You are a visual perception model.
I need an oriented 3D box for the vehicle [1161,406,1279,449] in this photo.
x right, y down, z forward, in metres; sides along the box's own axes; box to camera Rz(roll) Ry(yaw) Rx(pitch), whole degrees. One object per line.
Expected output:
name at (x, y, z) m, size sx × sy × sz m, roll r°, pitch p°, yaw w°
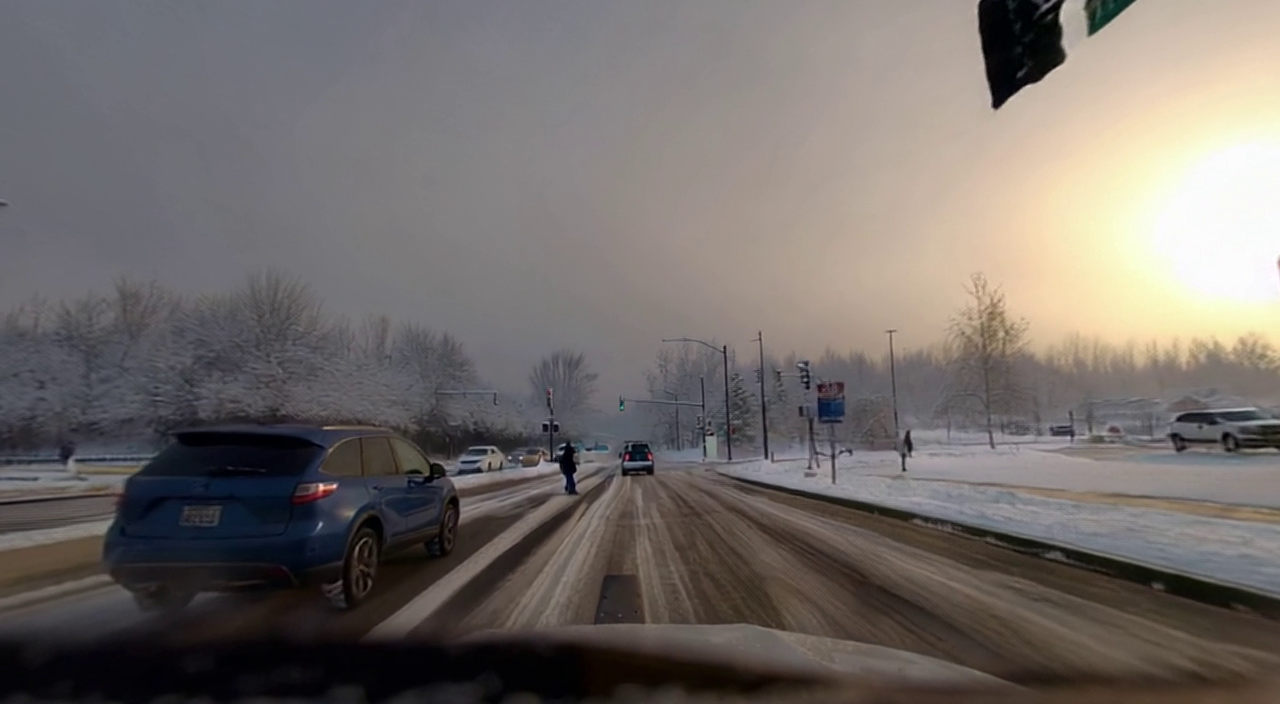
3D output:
vehicle at (28.090, 3.599, 29.654) m, size 5.102 × 1.893 × 2.120 m, roll 0°, pitch -9°, yaw -1°

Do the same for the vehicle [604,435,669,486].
vehicle at (-0.211, 4.705, 27.546) m, size 2.552 × 1.999 × 5.498 m, roll 0°, pitch -9°, yaw -1°

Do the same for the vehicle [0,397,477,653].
vehicle at (-3.535, 1.558, 6.824) m, size 2.247 × 1.734 × 4.919 m, roll 0°, pitch -9°, yaw -1°
